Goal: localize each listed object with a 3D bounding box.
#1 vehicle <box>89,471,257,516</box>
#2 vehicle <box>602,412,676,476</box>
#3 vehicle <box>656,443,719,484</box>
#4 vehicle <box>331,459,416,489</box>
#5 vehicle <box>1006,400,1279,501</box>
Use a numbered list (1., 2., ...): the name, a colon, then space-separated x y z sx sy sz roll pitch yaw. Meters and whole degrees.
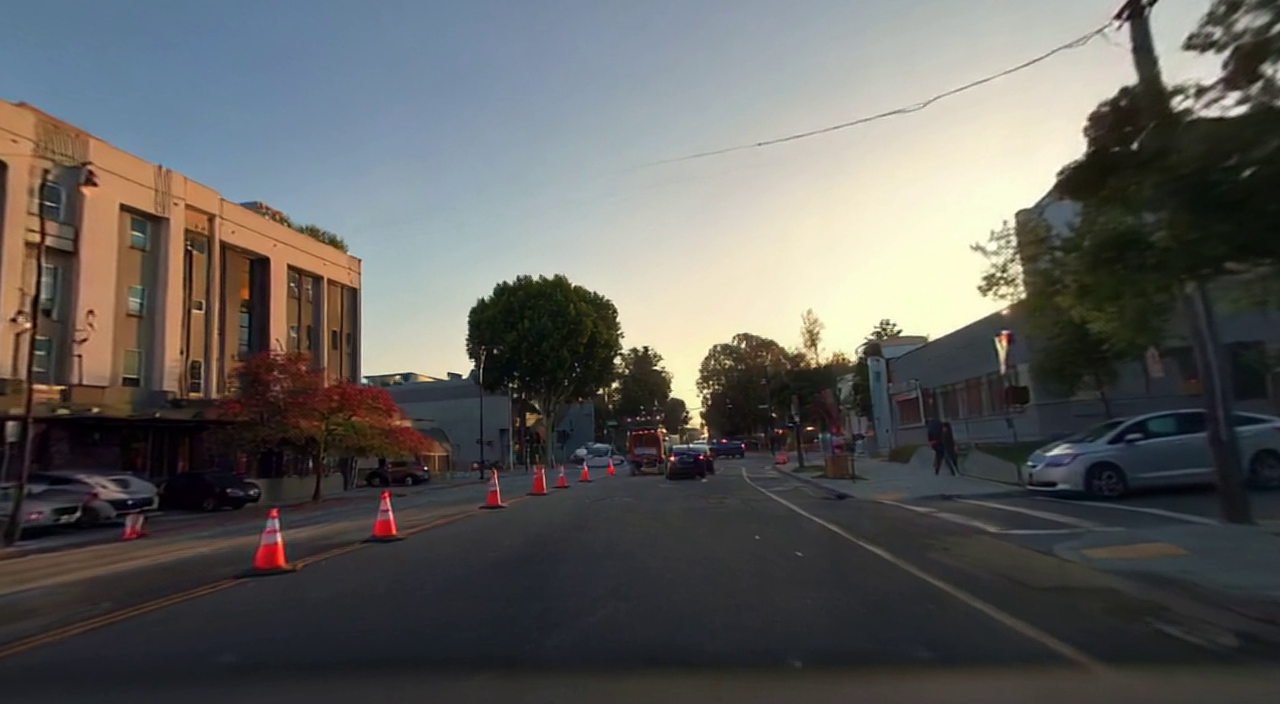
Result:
1. vehicle: -17.804 5.369 24.225 4.952 1.510 2.115 -1 -9 6
2. vehicle: 0.299 5.775 39.493 2.977 3.271 12.748 -1 -9 7
3. vehicle: 1.802 4.463 25.514 2.159 1.506 4.086 0 -9 -1
4. vehicle: -16.562 7.573 39.324 4.397 1.698 1.932 -1 -9 8
5. vehicle: 10.881 2.057 13.263 4.859 1.914 2.333 0 -9 1
